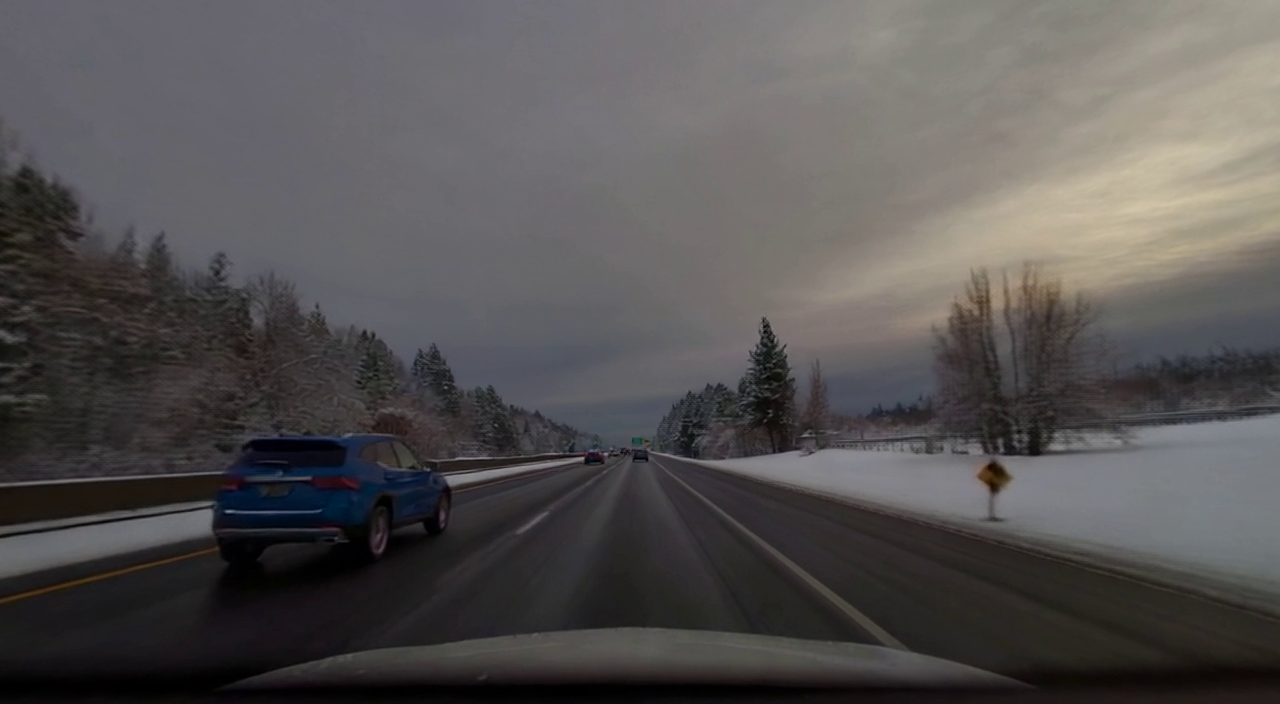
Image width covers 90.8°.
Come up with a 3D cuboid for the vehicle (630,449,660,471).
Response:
[{"bbox_3d":[0.311,7.705,45.235,2.046,1.452,4.407,0,-9,0],"label":"vehicle"}]

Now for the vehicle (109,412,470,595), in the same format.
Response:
[{"bbox_3d":[-3.812,1.720,7.995,2.100,1.667,4.223,0,-9,0],"label":"vehicle"}]
